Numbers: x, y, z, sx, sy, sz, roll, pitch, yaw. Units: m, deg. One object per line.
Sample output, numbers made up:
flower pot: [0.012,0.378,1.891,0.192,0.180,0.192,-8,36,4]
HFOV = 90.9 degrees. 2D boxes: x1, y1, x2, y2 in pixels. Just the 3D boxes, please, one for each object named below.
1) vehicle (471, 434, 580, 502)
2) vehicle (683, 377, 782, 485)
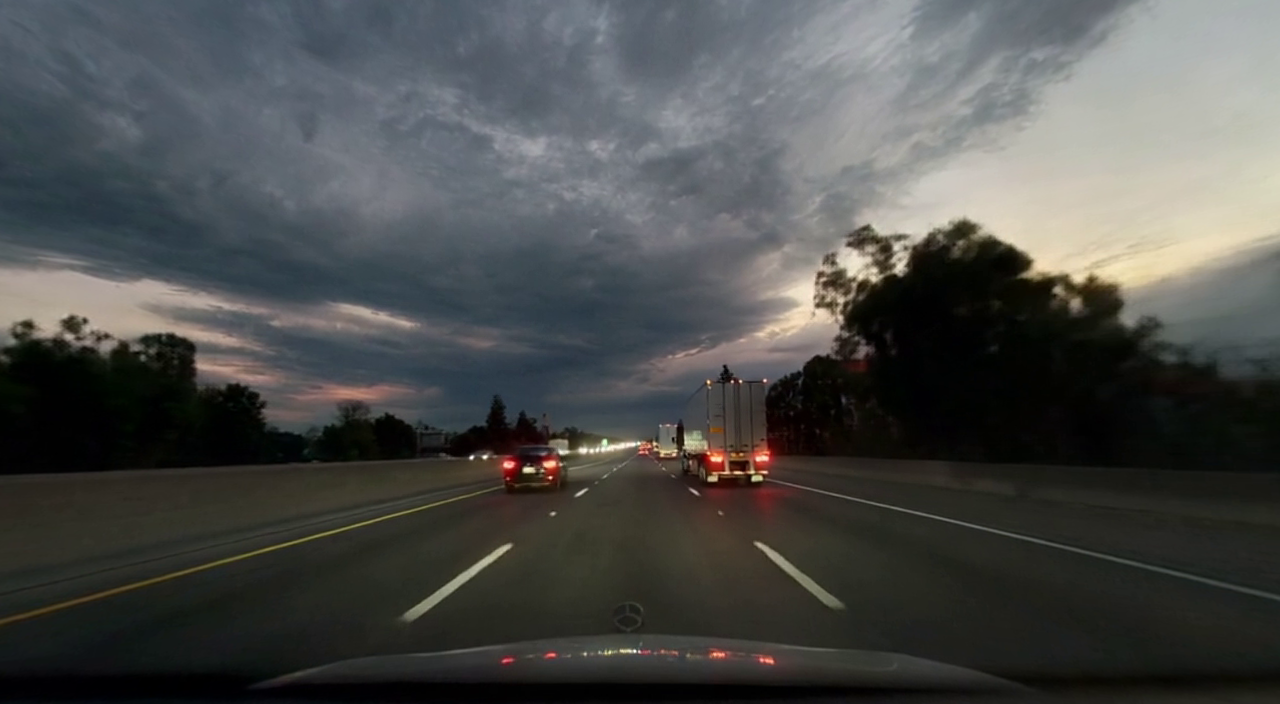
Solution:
vehicle: [-3.299,3.469,19.320,2.291,1.788,4.825,0,-9,1]
vehicle: [4.161,4.214,32.174,2.826,4.269,14.176,0,-9,0]
